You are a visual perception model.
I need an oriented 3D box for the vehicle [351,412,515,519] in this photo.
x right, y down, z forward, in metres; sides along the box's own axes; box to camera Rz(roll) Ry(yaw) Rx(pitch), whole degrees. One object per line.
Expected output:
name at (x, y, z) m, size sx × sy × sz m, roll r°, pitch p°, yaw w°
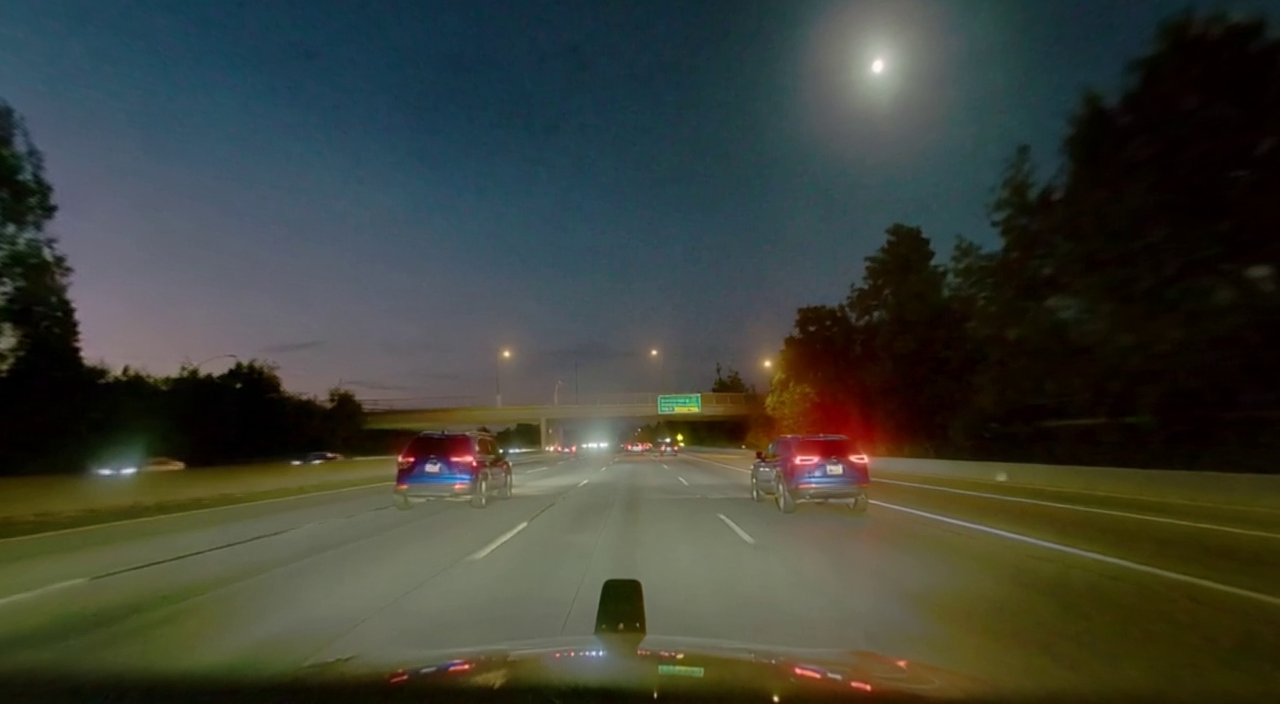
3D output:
vehicle at (-4.170, 2.389, 13.705) m, size 2.018 × 1.872 × 4.728 m, roll 0°, pitch -9°, yaw -1°

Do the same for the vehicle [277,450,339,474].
vehicle at (-22.800, 7.548, 43.598) m, size 1.832 × 1.519 × 4.577 m, roll 0°, pitch -9°, yaw -1°

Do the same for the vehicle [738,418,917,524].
vehicle at (3.515, 2.353, 12.961) m, size 2.185 × 1.749 × 4.477 m, roll 0°, pitch -9°, yaw -1°

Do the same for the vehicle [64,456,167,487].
vehicle at (-33.536, 7.619, 40.664) m, size 2.030 × 1.784 × 5.303 m, roll -1°, pitch -9°, yaw 0°
